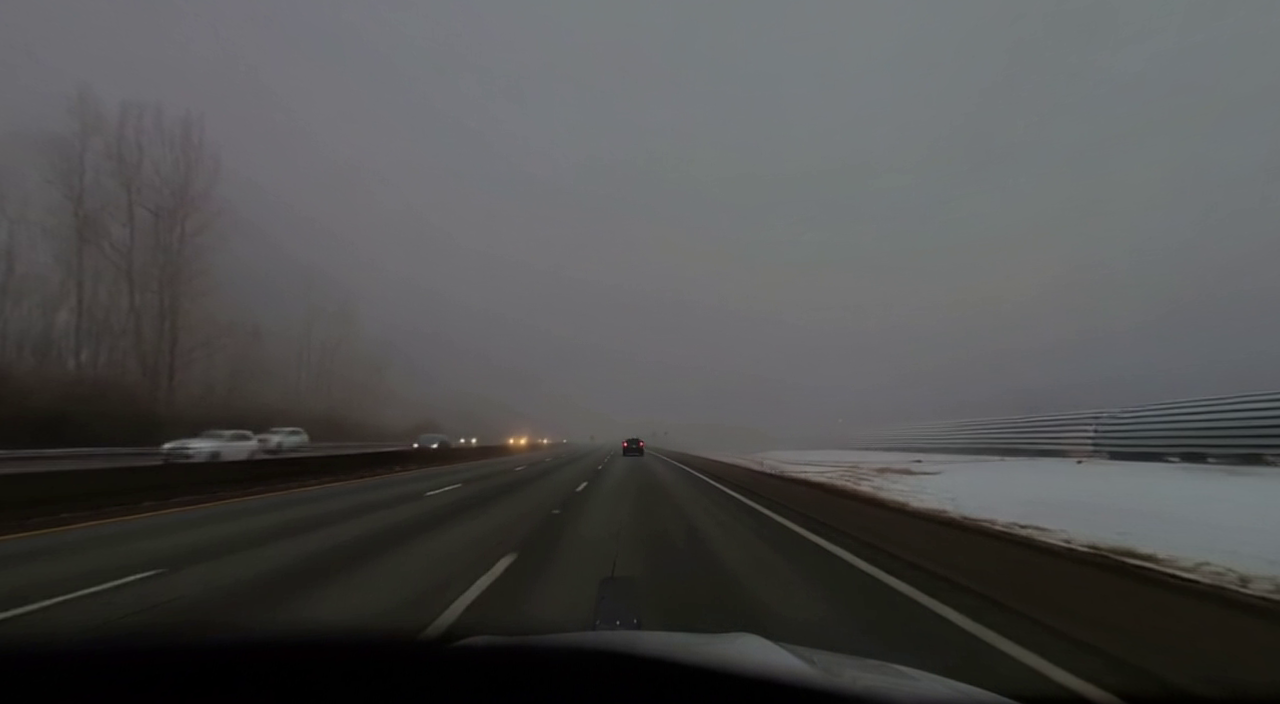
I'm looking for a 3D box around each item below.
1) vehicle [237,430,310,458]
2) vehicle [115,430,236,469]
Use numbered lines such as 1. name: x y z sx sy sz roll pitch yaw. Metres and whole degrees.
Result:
1. vehicle: -23.563 5.913 40.632 2.043 1.668 4.438 0 -8 -1
2. vehicle: -19.416 4.059 26.550 1.857 1.497 4.322 0 -8 -1
